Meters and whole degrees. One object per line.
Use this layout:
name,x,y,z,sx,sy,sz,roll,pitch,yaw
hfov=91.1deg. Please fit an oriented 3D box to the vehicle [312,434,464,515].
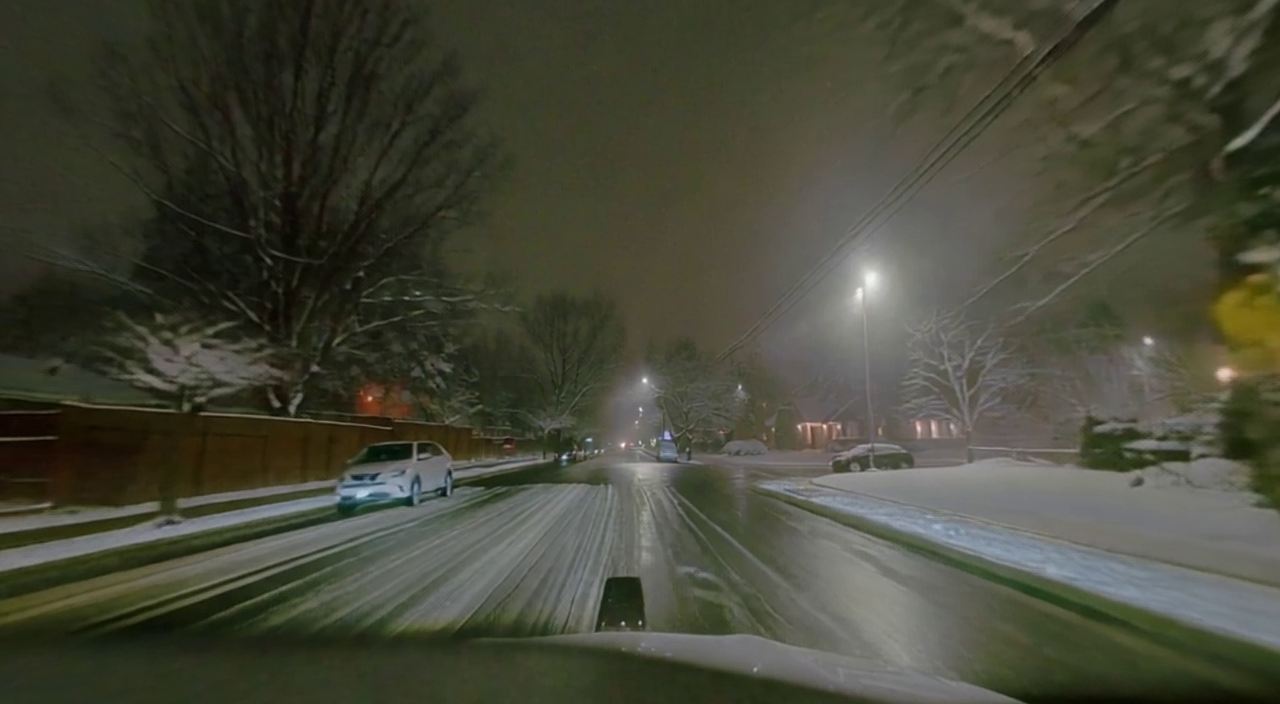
vehicle,-6.076,2.994,15.801,1.998,1.742,4.210,0,-9,1

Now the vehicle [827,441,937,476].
vehicle,12.277,5.396,32.033,4.708,1.527,2.113,0,-8,-10
